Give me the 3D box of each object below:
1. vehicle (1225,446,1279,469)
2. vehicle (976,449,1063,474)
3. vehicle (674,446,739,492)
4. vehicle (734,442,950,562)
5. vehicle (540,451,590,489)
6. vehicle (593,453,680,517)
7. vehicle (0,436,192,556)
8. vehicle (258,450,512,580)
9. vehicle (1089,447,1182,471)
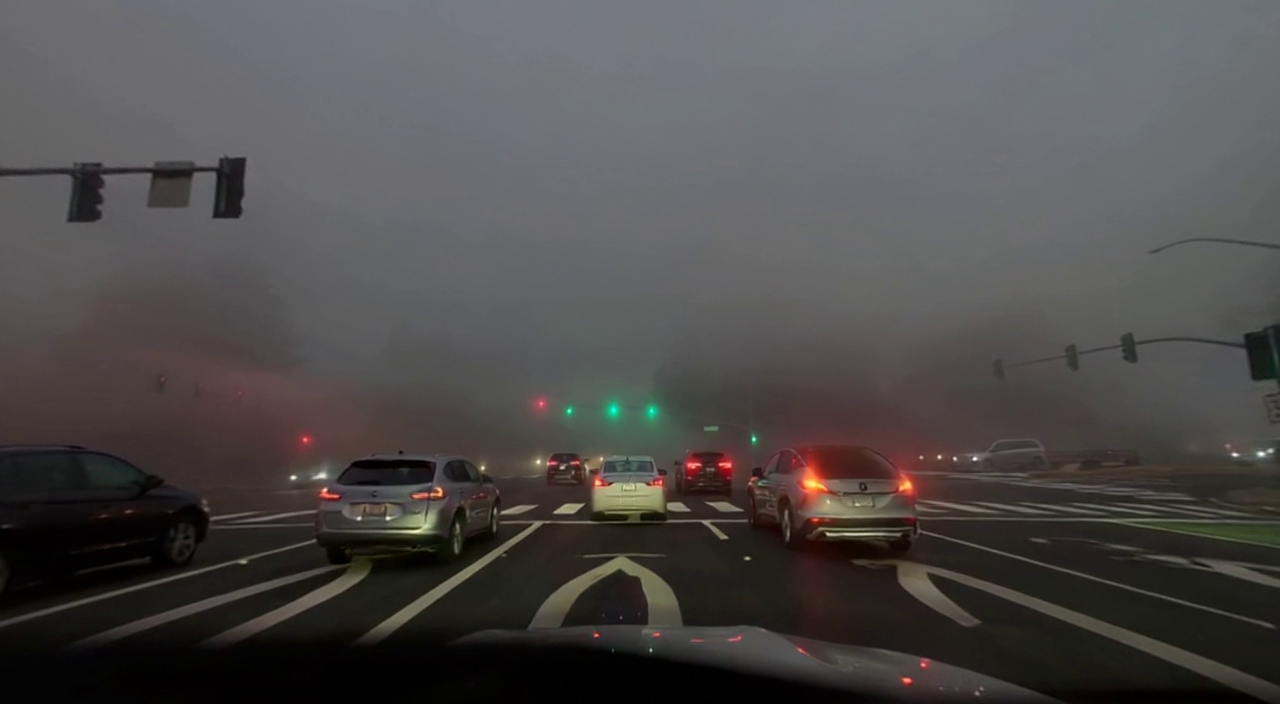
[{"bbox_3d":[40.027,6.624,39.724,4.644,1.430,1.781,0,-8,-1],"label":"vehicle"},{"bbox_3d":[23.741,6.843,39.603,4.255,1.465,1.936,0,-9,-3],"label":"vehicle"},{"bbox_3d":[2.724,4.892,26.938,2.138,1.778,4.422,0,-8,-2],"label":"vehicle"},{"bbox_3d":[3.060,2.363,10.921,1.996,1.566,4.917,0,-8,-2],"label":"vehicle"},{"bbox_3d":[-3.719,5.903,31.997,2.033,1.714,4.278,0,-8,0],"label":"vehicle"},{"bbox_3d":[-0.123,3.529,17.259,2.098,1.461,3.958,0,-8,-1],"label":"vehicle"},{"bbox_3d":[-10.179,2.325,10.775,1.934,1.713,4.281,0,-8,-1],"label":"vehicle"},{"bbox_3d":[-3.436,2.258,9.677,2.045,1.463,4.490,0,-8,0],"label":"vehicle"},{"bbox_3d":[31.108,6.741,39.743,4.357,1.444,1.783,0,-8,-2],"label":"vehicle"}]
